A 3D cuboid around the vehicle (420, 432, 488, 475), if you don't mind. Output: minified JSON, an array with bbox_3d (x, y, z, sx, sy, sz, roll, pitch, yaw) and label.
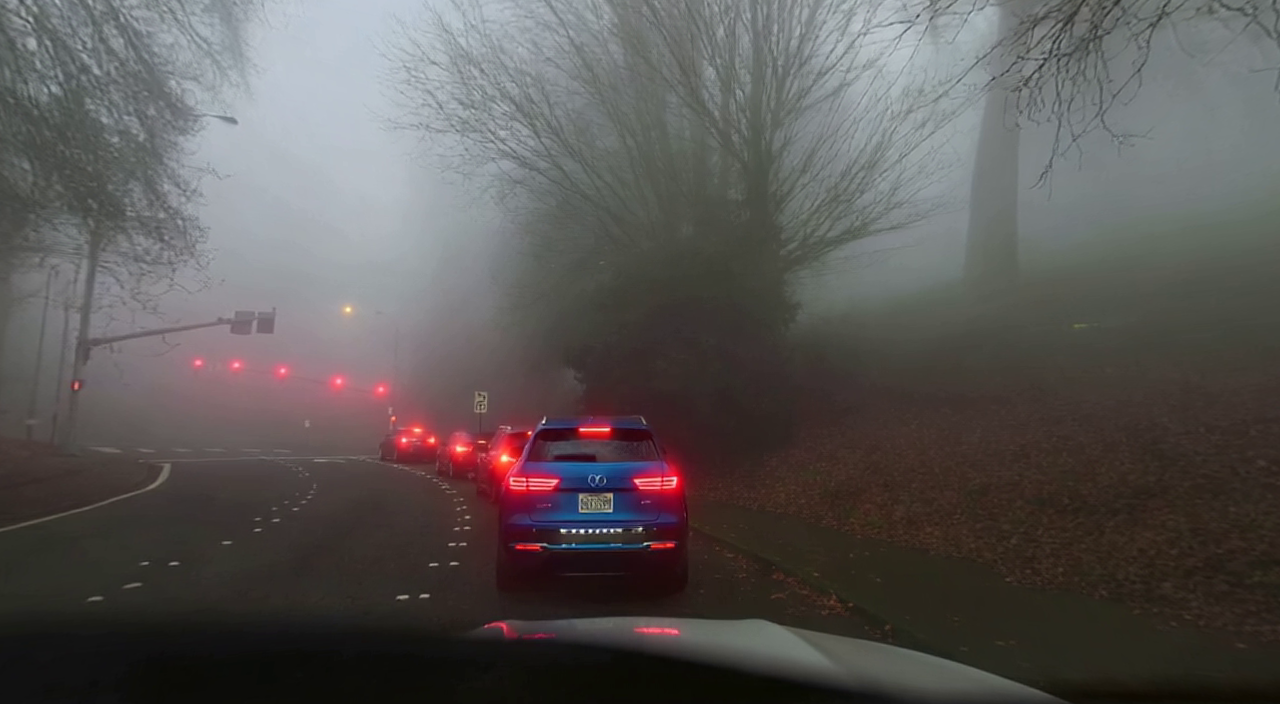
[{"bbox_3d":[-7.296,3.921,24.492,1.902,1.536,3.662,4,-9,-25],"label":"vehicle"}]

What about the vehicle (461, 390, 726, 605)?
[{"bbox_3d":[-0.681,1.453,7.195,2.134,1.671,4.147,1,-8,-10],"label":"vehicle"}]

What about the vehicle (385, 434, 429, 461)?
[{"bbox_3d":[-13.738,5.588,36.902,1.863,1.488,4.426,4,-9,-26],"label":"vehicle"}]
